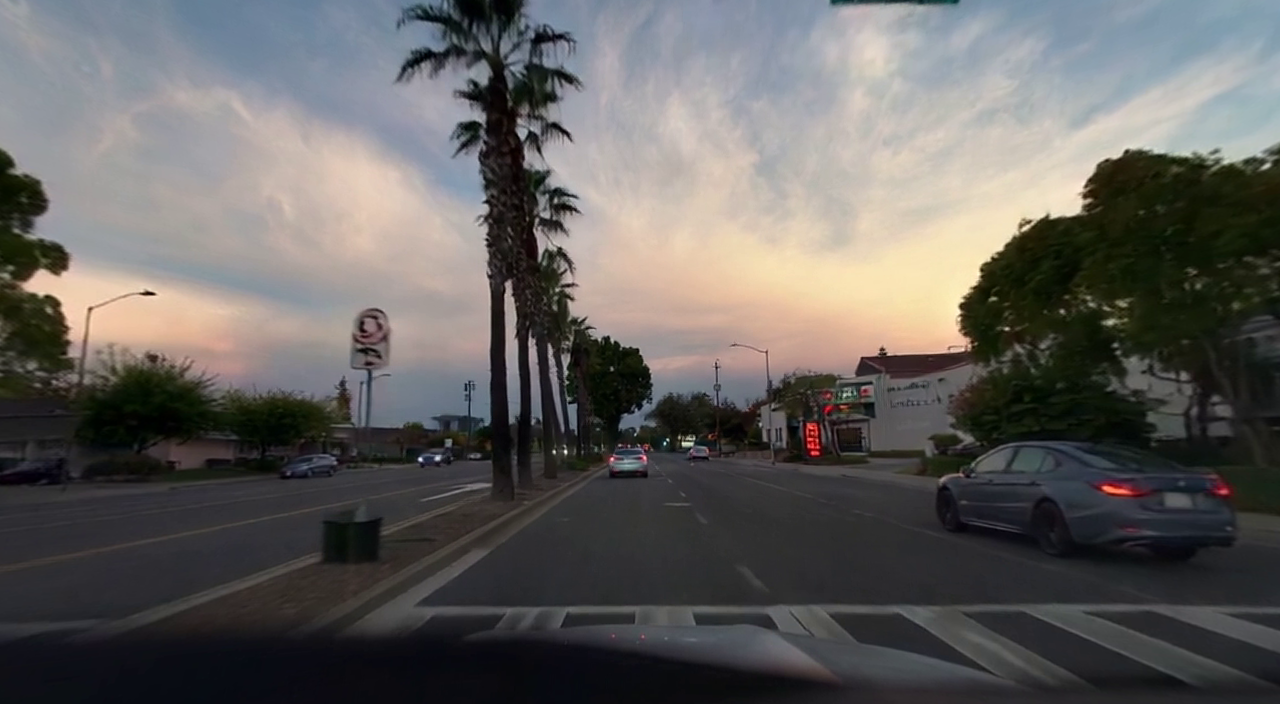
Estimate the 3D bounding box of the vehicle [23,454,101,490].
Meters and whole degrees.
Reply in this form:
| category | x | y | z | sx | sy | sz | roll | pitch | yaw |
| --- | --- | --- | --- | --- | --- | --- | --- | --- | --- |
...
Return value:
| category | x | y | z | sx | sy | sz | roll | pitch | yaw |
| --- | --- | --- | --- | --- | --- | --- | --- | --- | --- |
| vehicle | -26.599 | 5.437 | 29.018 | 4.497 | 1.488 | 2.033 | -8 | -12 | 41 |

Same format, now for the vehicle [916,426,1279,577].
| category | x | y | z | sx | sy | sz | roll | pitch | yaw |
| --- | --- | --- | --- | --- | --- | --- | --- | --- | --- |
| vehicle | 6.226 | 1.986 | 9.232 | 2.244 | 1.618 | 4.585 | 0 | -9 | -1 |

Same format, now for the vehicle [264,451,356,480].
| category | x | y | z | sx | sy | sz | roll | pitch | yaw |
| --- | --- | --- | --- | --- | --- | --- | --- | --- | --- |
| vehicle | -18.360 | 6.296 | 35.354 | 1.968 | 1.524 | 4.390 | -2 | -9 | 16 |

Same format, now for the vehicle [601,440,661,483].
| category | x | y | z | sx | sy | sz | roll | pitch | yaw |
| --- | --- | --- | --- | --- | --- | --- | --- | --- | --- |
| vehicle | -0.328 | 4.191 | 24.403 | 2.106 | 1.496 | 3.964 | 0 | -9 | -1 |

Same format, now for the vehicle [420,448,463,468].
| category | x | y | z | sx | sy | sz | roll | pitch | yaw |
| --- | --- | --- | --- | --- | --- | --- | --- | --- | --- |
| vehicle | -15.494 | 8.258 | 49.444 | 2.015 | 1.509 | 4.295 | 0 | -9 | -1 |
